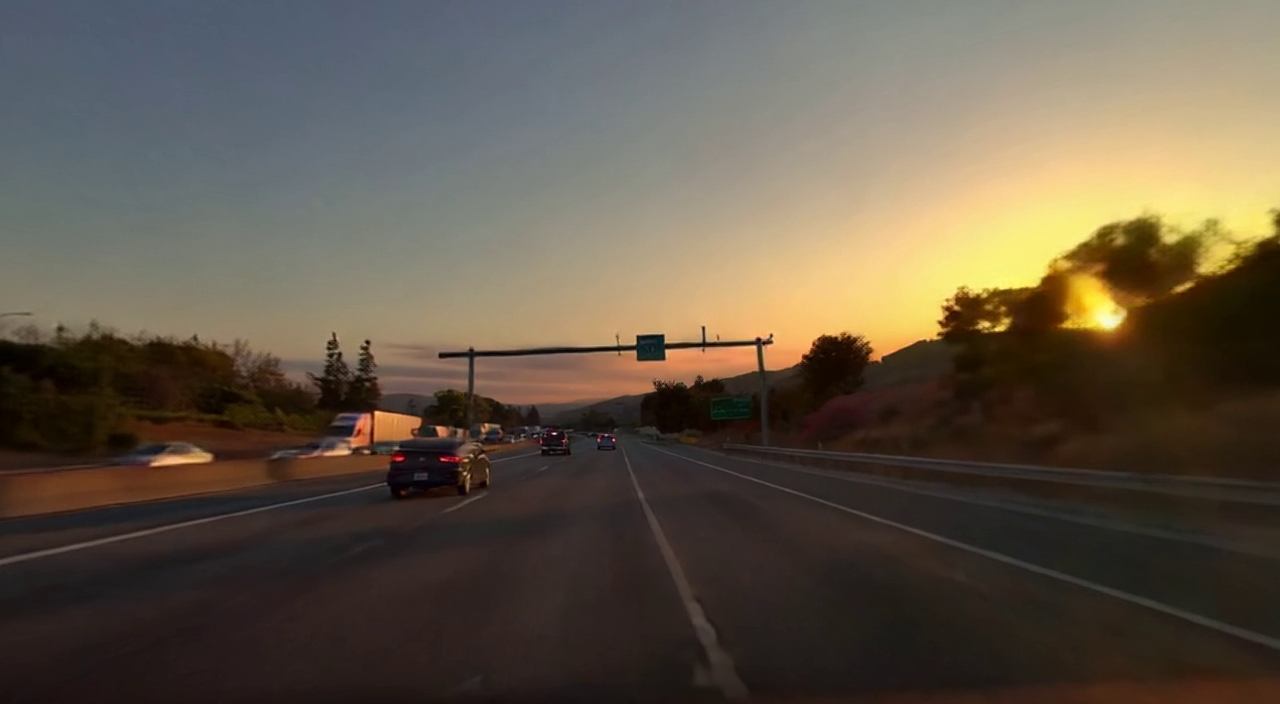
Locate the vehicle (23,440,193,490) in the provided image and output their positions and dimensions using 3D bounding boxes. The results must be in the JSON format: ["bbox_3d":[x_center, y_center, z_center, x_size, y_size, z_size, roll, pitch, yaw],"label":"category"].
[{"bbox_3d":[-17.894,3.785,21.522,1.852,1.482,4.644,0,-8,-2],"label":"vehicle"}]

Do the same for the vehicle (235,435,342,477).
[{"bbox_3d":[-13.786,4.054,24.963,1.849,1.482,4.322,0,-8,-2],"label":"vehicle"}]

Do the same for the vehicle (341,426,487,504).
[{"bbox_3d":[-5.046,2.545,14.758,1.953,1.550,4.167,0,-8,-1],"label":"vehicle"}]
